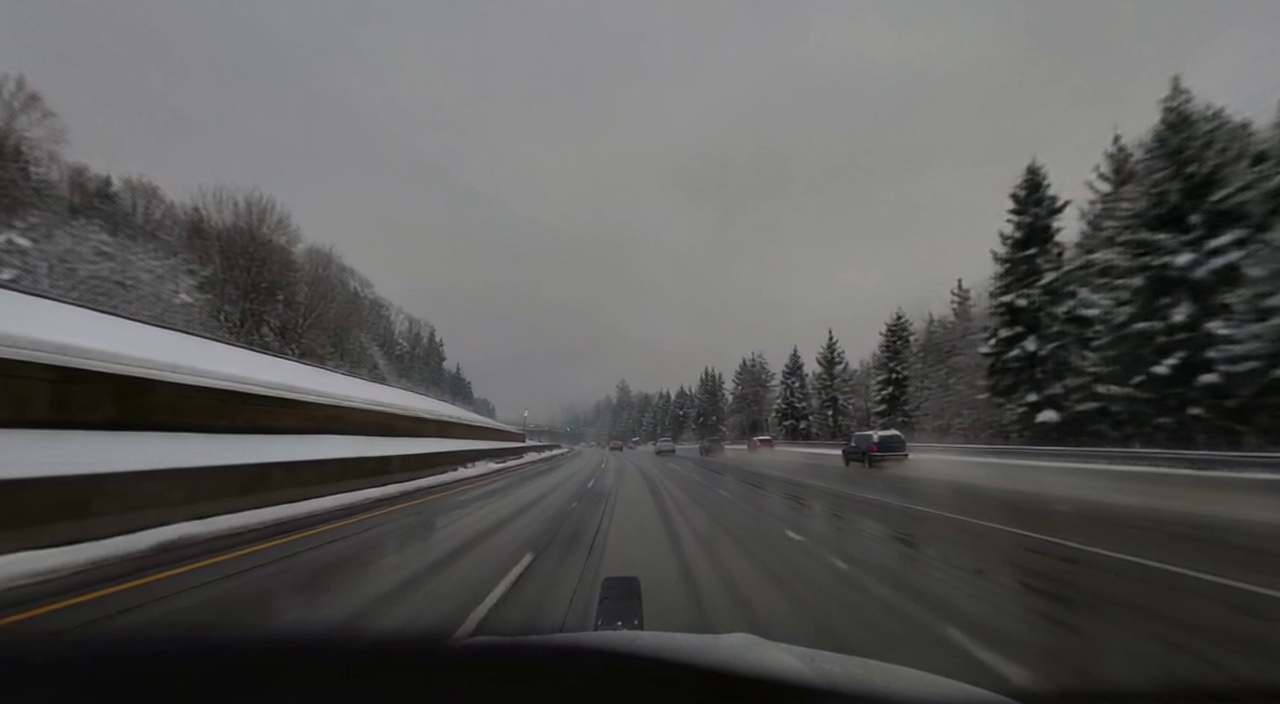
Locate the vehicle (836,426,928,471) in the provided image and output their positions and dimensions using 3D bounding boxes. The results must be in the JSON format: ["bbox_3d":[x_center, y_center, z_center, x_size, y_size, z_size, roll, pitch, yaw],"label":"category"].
[{"bbox_3d":[10.421,4.199,27.528,2.077,1.763,4.472,0,-8,-2],"label":"vehicle"}]
